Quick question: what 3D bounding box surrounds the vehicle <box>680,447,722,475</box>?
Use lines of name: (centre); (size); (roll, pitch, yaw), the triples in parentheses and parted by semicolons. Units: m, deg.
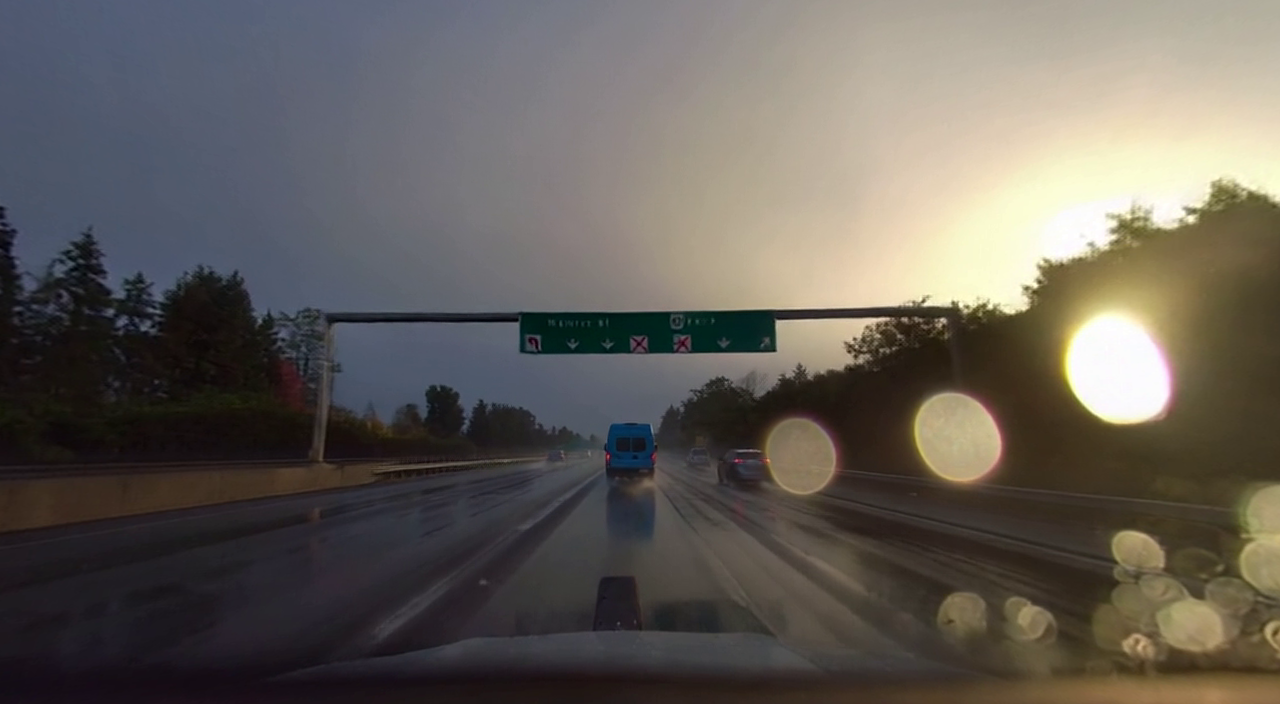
vehicle: (3.449, 6.206, 35.952); (1.978, 1.510, 4.462); (0, -9, 0)

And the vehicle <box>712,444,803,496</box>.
vehicle: (3.702, 3.821, 20.695); (2.015, 1.491, 4.732); (0, -9, -1)

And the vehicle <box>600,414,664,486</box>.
vehicle: (-0.330, 3.924, 25.177); (2.268, 2.551, 5.144); (0, -9, -1)

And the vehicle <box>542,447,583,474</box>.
vehicle: (-4.692, 6.648, 38.550); (2.003, 1.498, 4.386); (0, -9, 0)
